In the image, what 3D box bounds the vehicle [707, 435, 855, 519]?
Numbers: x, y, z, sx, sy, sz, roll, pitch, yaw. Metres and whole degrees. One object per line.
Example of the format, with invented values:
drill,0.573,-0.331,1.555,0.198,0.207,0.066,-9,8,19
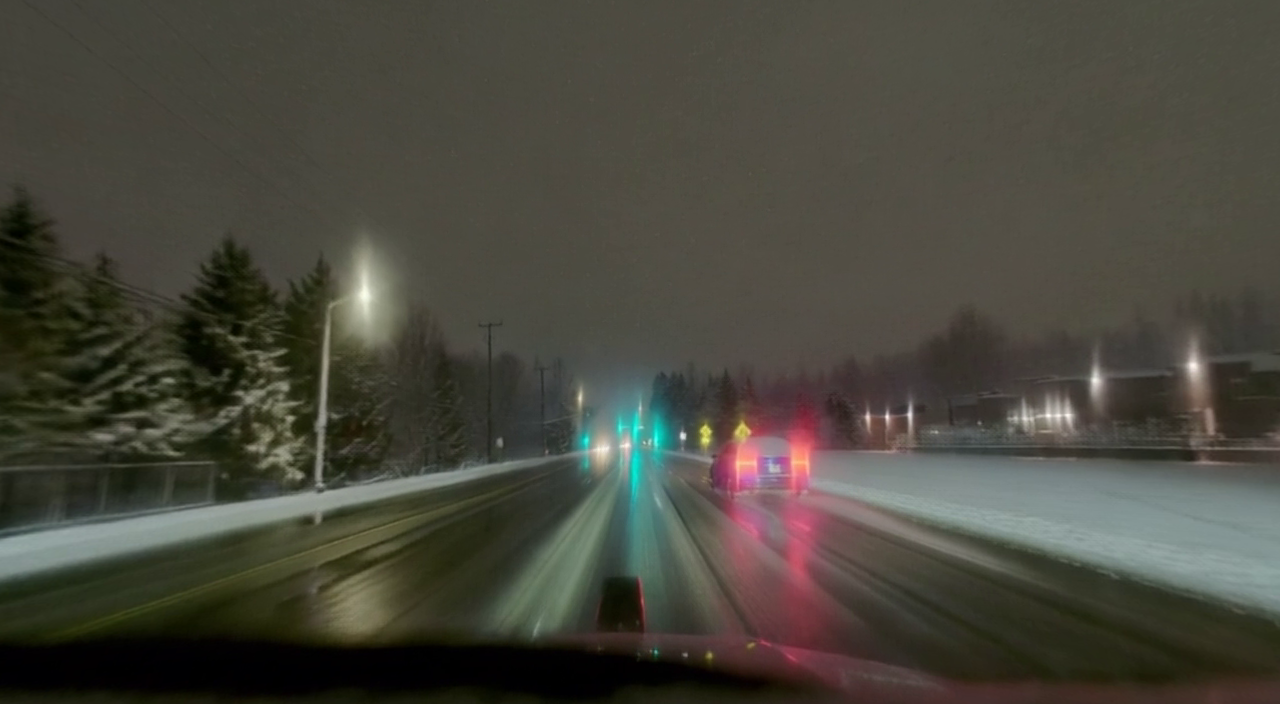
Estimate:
vehicle,2.733,2.555,13.477,2.042,1.469,4.470,0,-8,-1
